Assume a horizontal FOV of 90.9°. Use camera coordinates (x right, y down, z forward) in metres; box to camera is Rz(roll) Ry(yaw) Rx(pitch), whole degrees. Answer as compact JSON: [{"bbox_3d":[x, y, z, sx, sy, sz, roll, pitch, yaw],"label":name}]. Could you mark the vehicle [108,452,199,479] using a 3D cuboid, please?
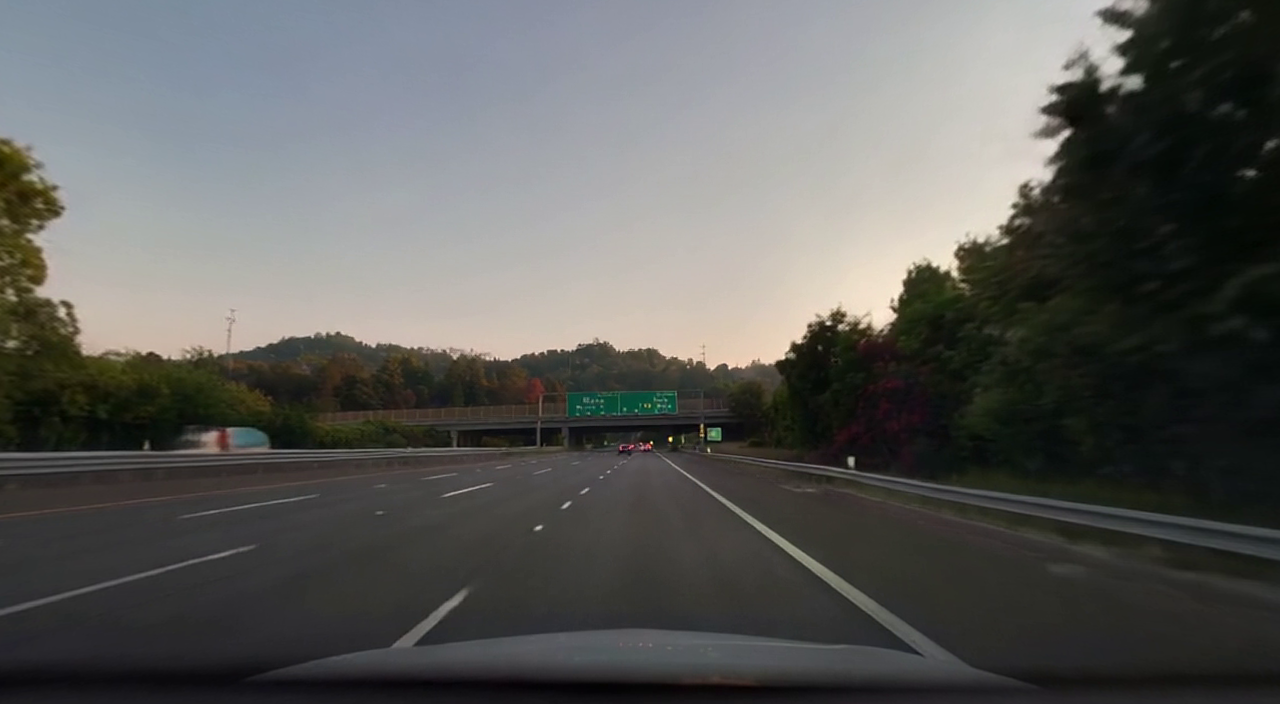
[{"bbox_3d":[-28.867,6.743,37.604,1.859,1.451,4.394,0,-8,1],"label":"vehicle"}]
